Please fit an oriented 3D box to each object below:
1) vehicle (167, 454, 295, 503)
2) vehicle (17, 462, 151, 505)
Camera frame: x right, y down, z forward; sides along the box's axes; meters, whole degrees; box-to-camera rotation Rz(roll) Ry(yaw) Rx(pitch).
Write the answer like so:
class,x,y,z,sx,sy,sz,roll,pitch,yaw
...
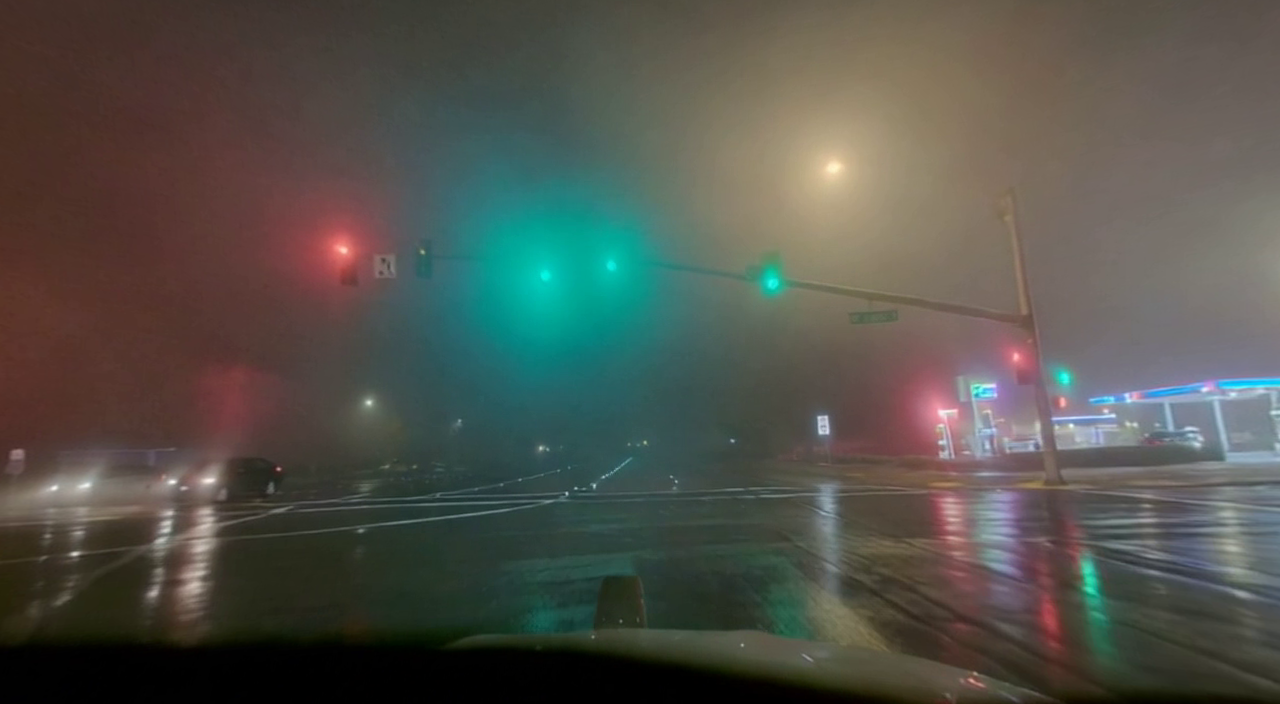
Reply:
class,x,y,z,sx,sy,sz,roll,pitch,yaw
vehicle,-15.326,4.727,24.026,2.053,1.598,4.336,0,-9,-2
vehicle,-24.906,5.861,28.567,2.098,1.684,4.388,0,-9,-2
